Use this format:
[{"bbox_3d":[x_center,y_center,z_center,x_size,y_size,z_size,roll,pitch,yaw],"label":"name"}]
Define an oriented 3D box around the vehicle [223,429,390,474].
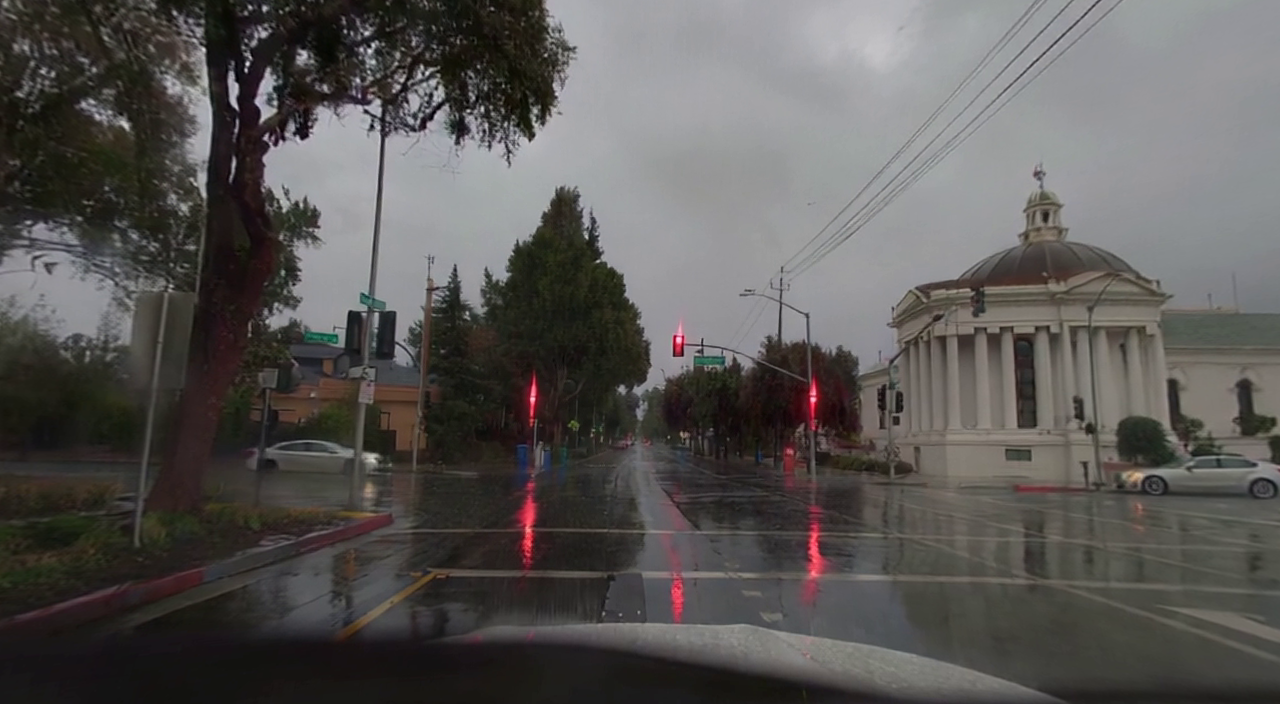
[{"bbox_3d":[-11.564,3.474,22.129,4.718,1.497,2.032,0,-9,4],"label":"vehicle"}]
